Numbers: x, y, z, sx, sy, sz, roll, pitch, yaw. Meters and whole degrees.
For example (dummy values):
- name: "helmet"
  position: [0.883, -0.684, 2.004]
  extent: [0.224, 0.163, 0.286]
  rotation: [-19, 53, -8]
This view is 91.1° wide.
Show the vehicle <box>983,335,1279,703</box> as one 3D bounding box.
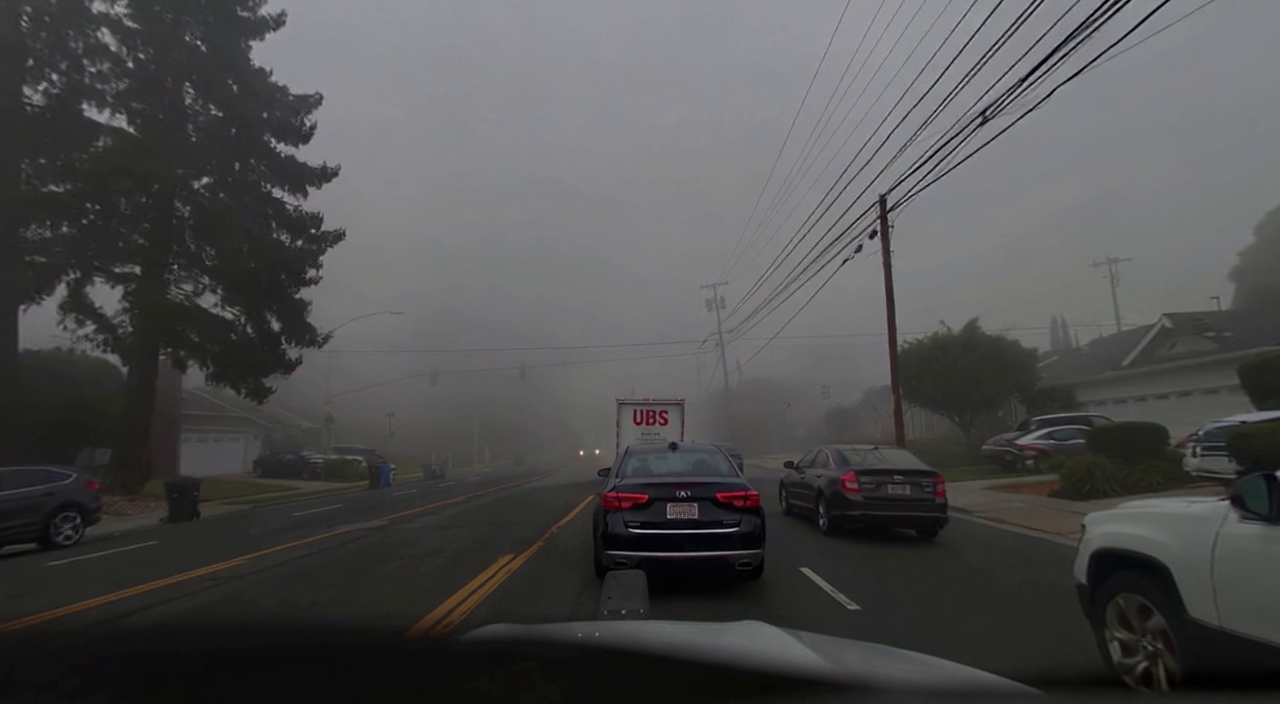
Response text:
- name: "vehicle"
  position: [3.317, 0.735, 1.752]
  extent: [2.069, 1.722, 4.888]
  rotation: [0, -8, 2]

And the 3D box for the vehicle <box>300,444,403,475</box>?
- name: "vehicle"
  position: [-17.433, 6.494, 38.110]
  extent: [5.274, 1.793, 1.921]
  rotation: [0, -8, 2]

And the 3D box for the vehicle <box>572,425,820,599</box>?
- name: "vehicle"
  position: [0.483, 1.727, 7.741]
  extent: [2.158, 1.499, 4.377]
  rotation: [0, -8, 0]

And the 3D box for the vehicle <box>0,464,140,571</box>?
- name: "vehicle"
  position: [-10.343, 2.479, 9.289]
  extent: [1.925, 1.482, 4.753]
  rotation: [0, -8, 1]

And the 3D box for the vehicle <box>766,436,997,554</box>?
- name: "vehicle"
  position: [3.519, 2.152, 10.275]
  extent: [1.993, 1.479, 4.487]
  rotation: [0, -8, 0]
